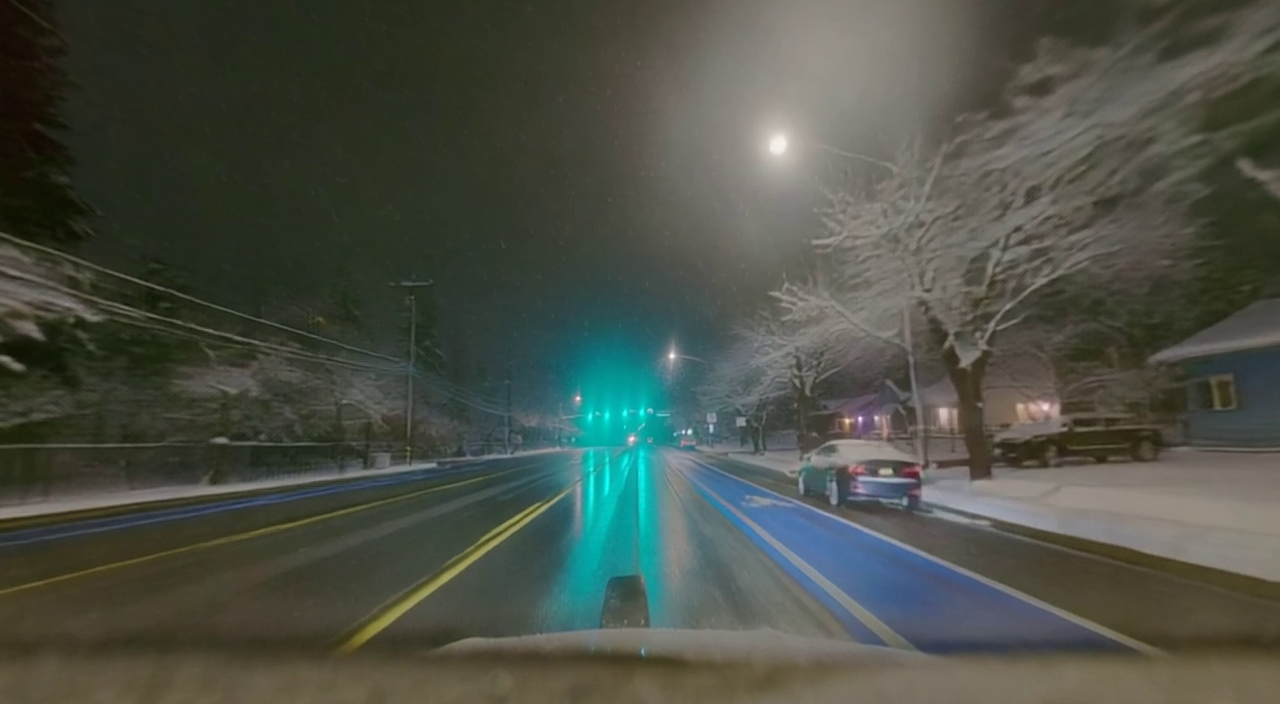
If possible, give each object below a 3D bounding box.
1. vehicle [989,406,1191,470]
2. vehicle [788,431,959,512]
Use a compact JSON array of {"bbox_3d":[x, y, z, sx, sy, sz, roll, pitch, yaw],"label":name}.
[{"bbox_3d":[13.257,2.569,18.883,4.283,1.750,2.227,0,-8,5],"label":"vehicle"},{"bbox_3d":[4.895,2.554,14.142,1.995,1.472,4.884,0,-8,0],"label":"vehicle"}]
